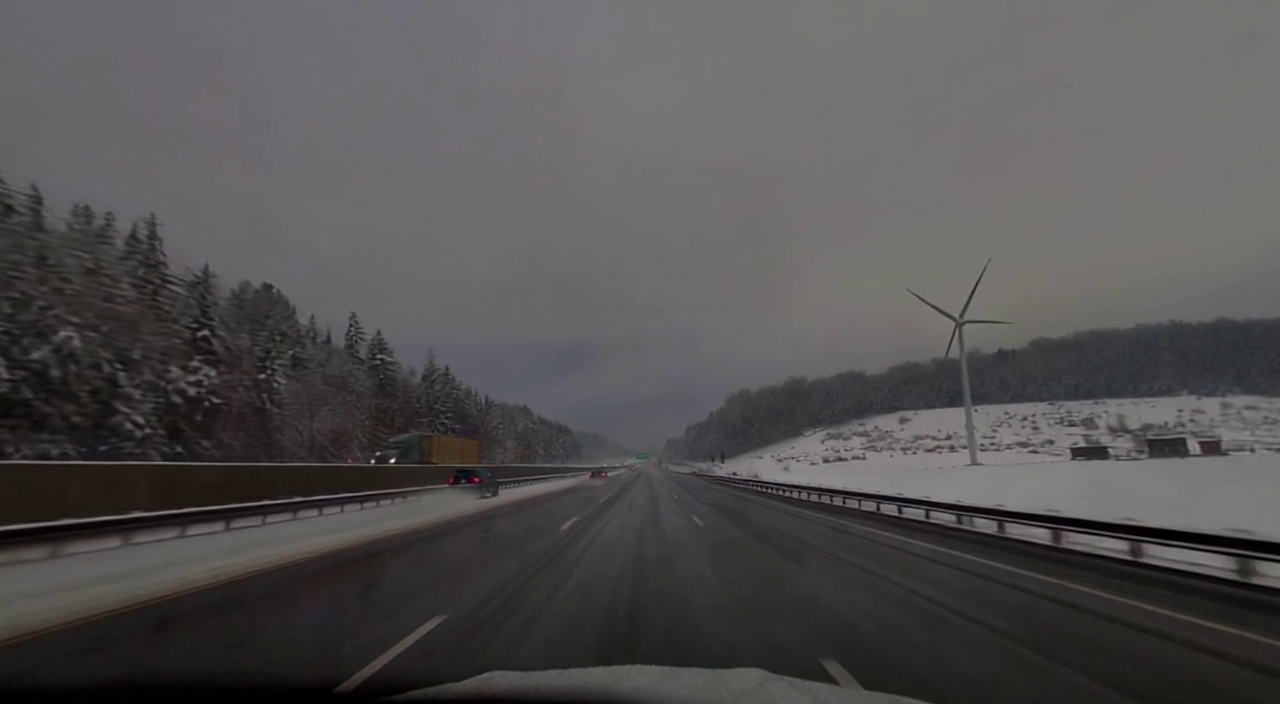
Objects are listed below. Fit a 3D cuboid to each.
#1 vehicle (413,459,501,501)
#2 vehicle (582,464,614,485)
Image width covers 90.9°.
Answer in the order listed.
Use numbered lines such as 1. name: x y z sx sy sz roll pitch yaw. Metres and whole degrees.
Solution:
1. vehicle: -7.109 5.029 25.014 1.956 1.451 4.674 1 -10 1
2. vehicle: -3.153 9.384 48.503 2.039 1.505 4.843 1 -10 1
